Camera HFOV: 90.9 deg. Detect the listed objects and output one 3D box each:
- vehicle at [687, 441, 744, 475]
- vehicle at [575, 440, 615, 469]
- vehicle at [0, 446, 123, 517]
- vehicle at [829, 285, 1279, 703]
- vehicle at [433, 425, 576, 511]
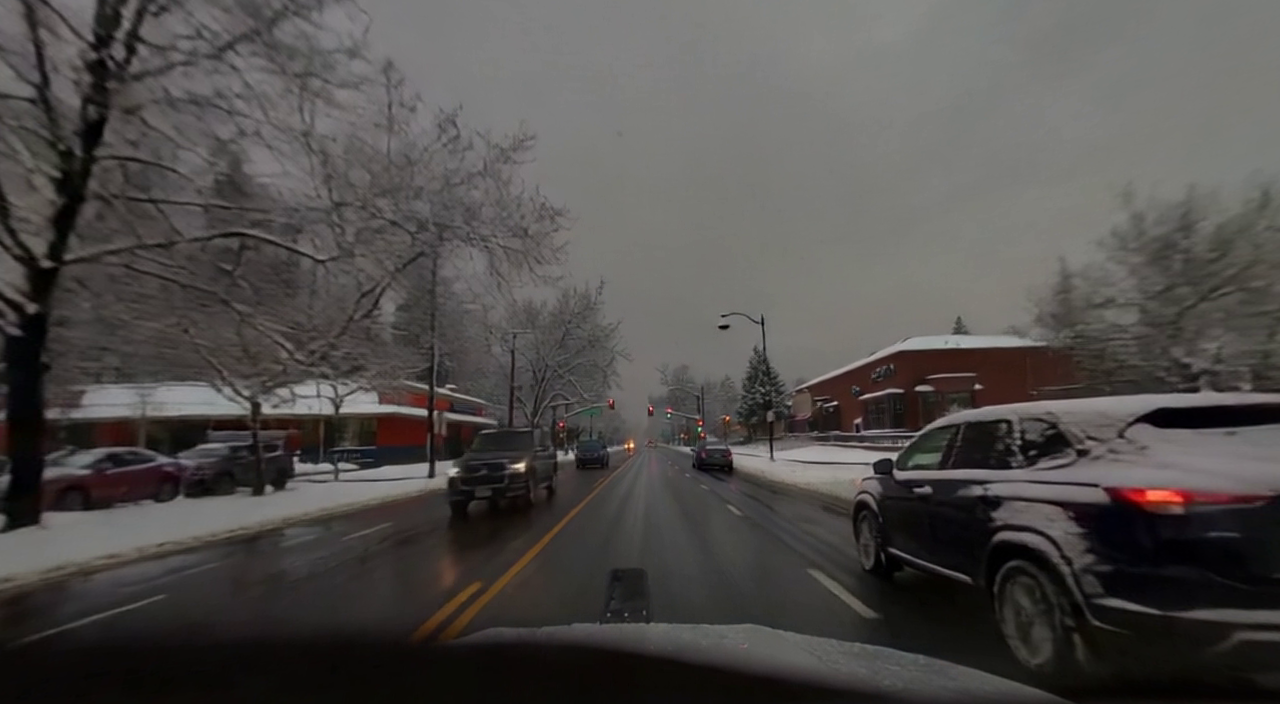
[{"bbox_3d":[3.468,4.977,29.919,2.072,1.471,4.834,0,-8,-1],"label":"vehicle"},{"bbox_3d":[-2.657,6.214,38.476,2.109,1.681,4.417,0,-8,0],"label":"vehicle"},{"bbox_3d":[-14.489,2.865,14.075,4.318,1.483,1.994,8,-11,-42],"label":"vehicle"},{"bbox_3d":[3.277,1.068,4.544,2.251,1.861,5.144,0,-8,0],"label":"vehicle"},{"bbox_3d":[-3.338,3.038,17.253,2.304,1.886,6.516,0,-8,2],"label":"vehicle"}]
